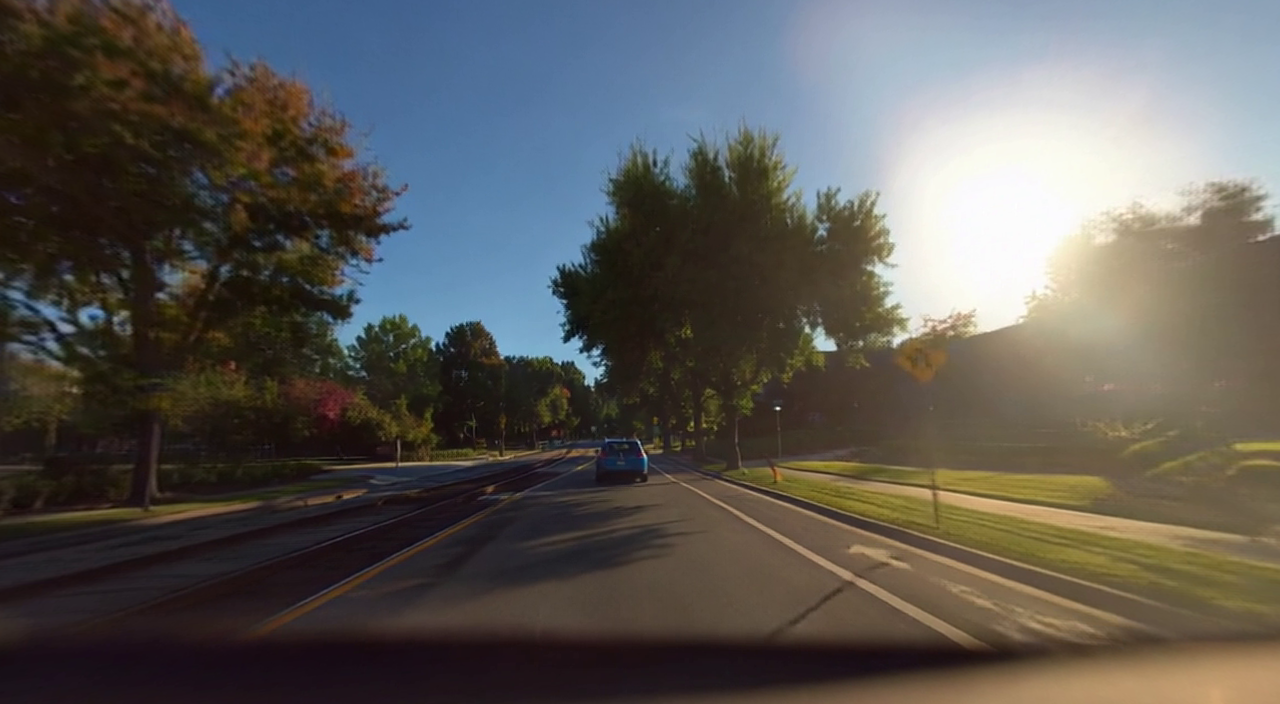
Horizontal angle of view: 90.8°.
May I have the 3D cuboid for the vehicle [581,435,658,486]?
[{"bbox_3d":[-0.660,3.590,21.186,2.295,1.510,4.364,0,-8,-1],"label":"vehicle"}]
